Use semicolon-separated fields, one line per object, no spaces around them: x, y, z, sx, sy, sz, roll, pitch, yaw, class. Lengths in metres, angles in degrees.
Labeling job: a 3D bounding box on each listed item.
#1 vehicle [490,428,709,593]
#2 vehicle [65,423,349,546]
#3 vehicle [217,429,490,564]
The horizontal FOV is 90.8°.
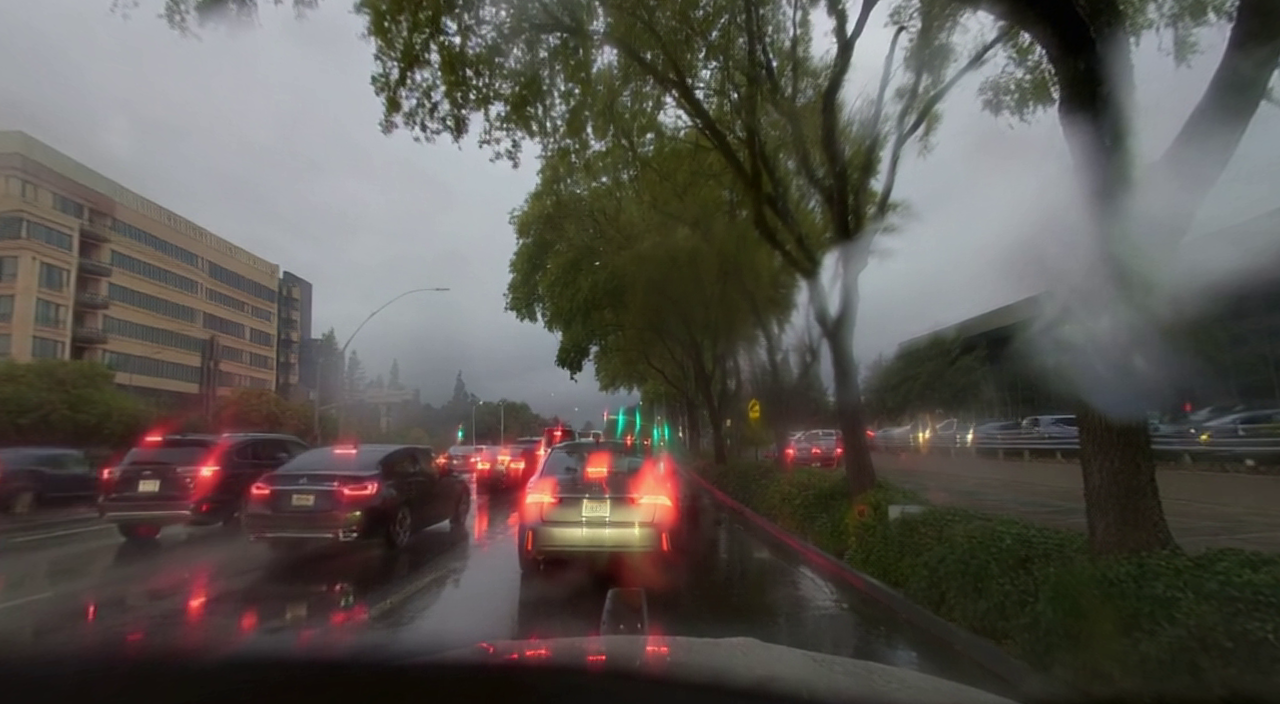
-0.390;1.801;8.014;2.066;1.544;3.954;0;-9;0;vehicle
-7.369;2.265;11.479;2.068;1.784;4.224;0;-9;1;vehicle
-3.831;1.998;9.558;1.913;1.521;4.539;0;-9;1;vehicle
